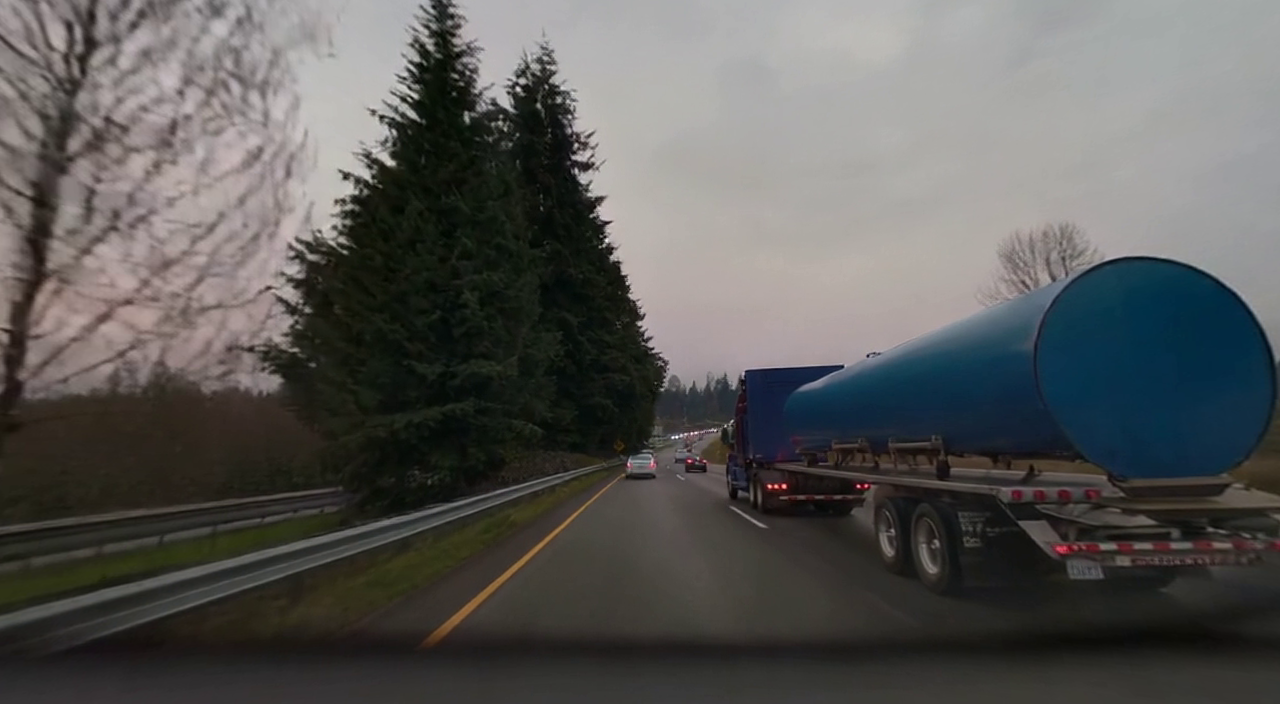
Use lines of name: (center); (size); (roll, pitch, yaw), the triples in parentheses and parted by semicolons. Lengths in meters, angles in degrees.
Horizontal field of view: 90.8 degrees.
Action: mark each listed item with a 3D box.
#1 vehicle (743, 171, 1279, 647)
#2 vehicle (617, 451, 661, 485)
vehicle: (4.023, 1.208, 10.351); (2.694, 3.453, 11.641); (0, -9, 0)
vehicle: (-0.065, 5.600, 30.692); (2.003, 1.490, 3.636); (0, -9, 0)
